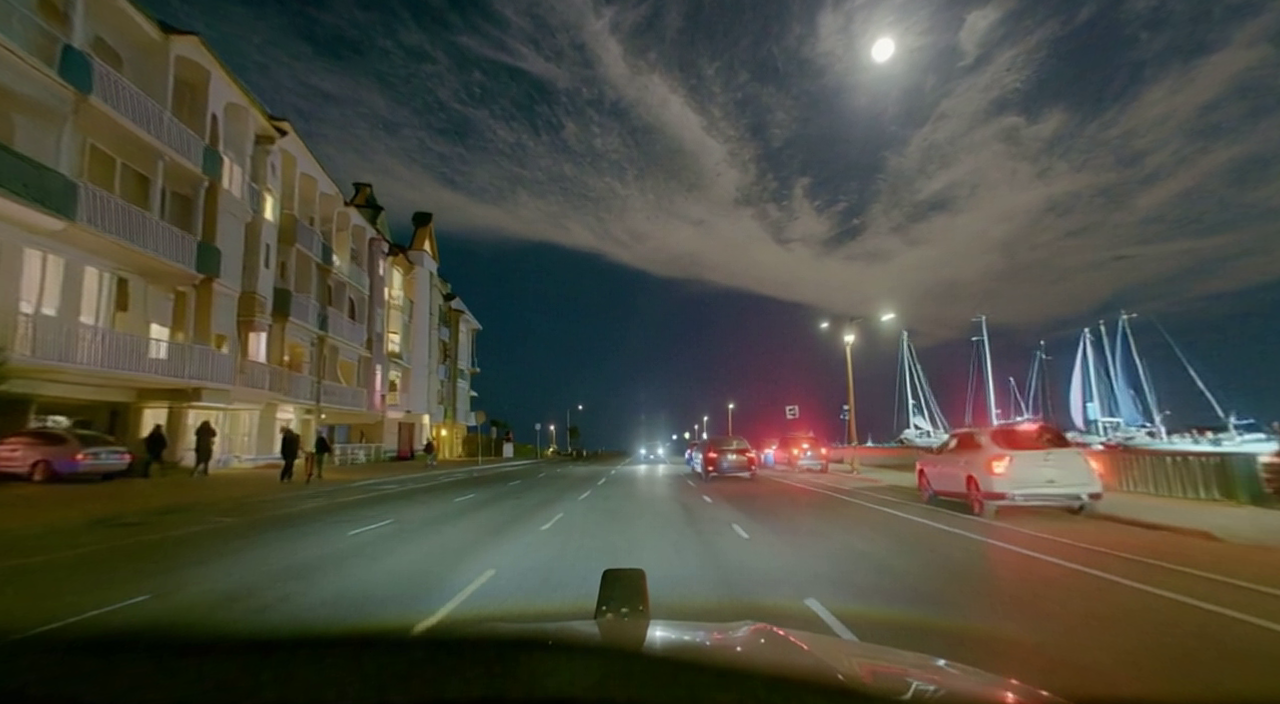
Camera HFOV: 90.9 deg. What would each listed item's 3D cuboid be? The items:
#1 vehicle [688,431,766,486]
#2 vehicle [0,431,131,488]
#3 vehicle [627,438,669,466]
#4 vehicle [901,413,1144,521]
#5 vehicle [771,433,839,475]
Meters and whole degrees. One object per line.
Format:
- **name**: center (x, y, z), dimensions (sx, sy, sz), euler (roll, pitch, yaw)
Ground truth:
- **vehicle**: center (2.768, 3.515, 21.049), dimensions (2.047, 1.640, 4.051), euler (0, -8, 0)
- **vehicle**: center (-18.073, 3.149, 18.715), dimensions (1.840, 1.522, 4.695), euler (-1, -8, 3)
- **vehicle**: center (0.474, 5.806, 36.719), dimensions (2.284, 1.496, 3.949), euler (0, -8, 1)
- **vehicle**: center (7.837, 2.409, 13.752), dimensions (2.056, 1.896, 5.062), euler (0, -8, -1)
- **vehicle**: center (7.885, 4.927, 30.621), dimensions (1.969, 1.852, 4.514), euler (0, -8, -1)
